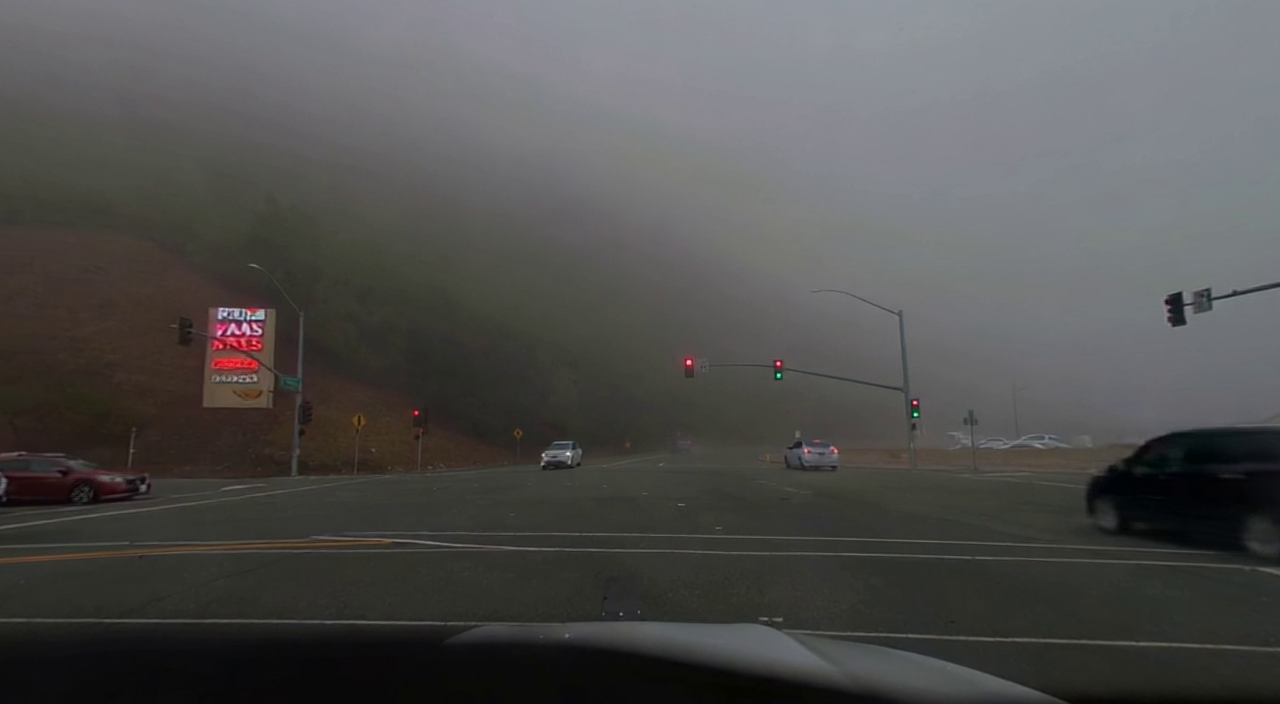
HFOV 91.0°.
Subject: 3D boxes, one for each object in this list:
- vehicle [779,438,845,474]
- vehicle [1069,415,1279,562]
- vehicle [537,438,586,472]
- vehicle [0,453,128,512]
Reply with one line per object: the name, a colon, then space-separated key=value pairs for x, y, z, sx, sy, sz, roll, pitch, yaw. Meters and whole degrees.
vehicle: x=9.421 y=5.734 z=34.880 sx=2.273 sy=1.839 sz=4.218 roll=1 pitch=-9 yaw=-3
vehicle: x=9.411 y=1.987 z=9.583 sx=2.114 sy=1.898 sz=4.996 roll=0 pitch=-8 yaw=-1
vehicle: x=-4.595 y=6.127 z=37.658 sx=2.238 sy=1.883 sz=4.503 roll=0 pitch=-9 yaw=2
vehicle: x=-19.790 y=4.195 z=20.478 sx=4.440 sy=1.748 sz=2.033 roll=0 pitch=-9 yaw=1
